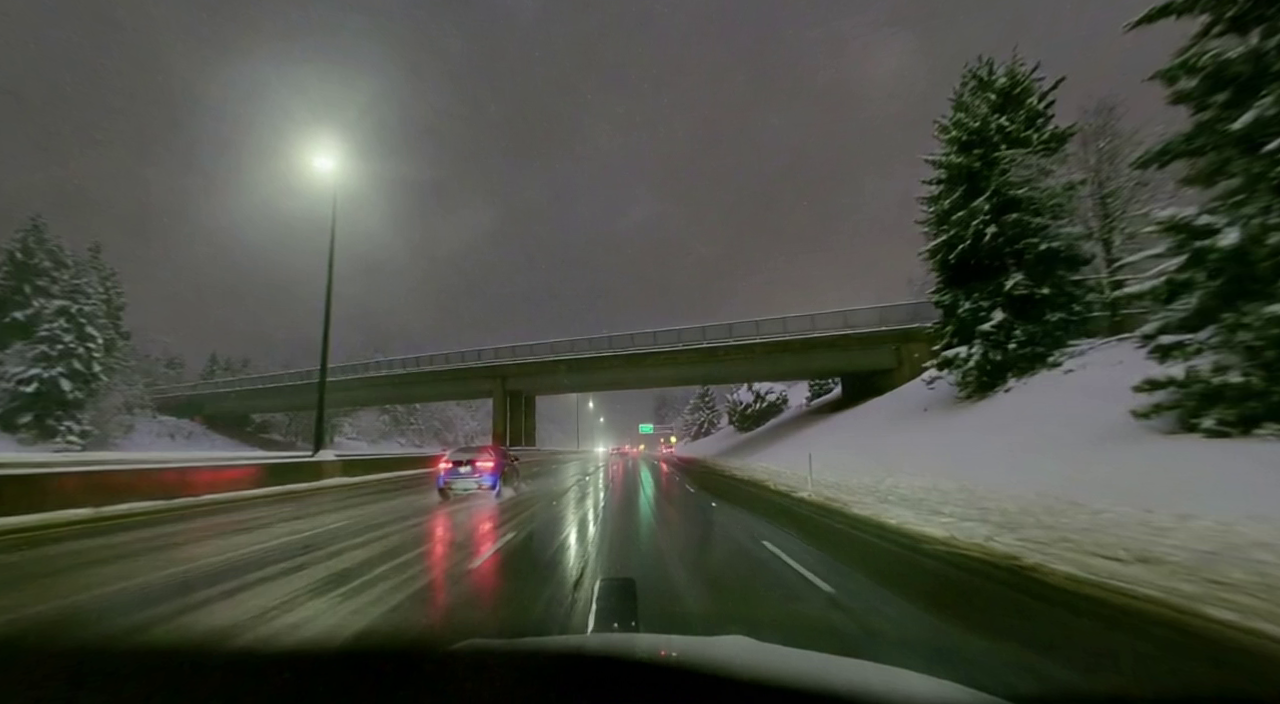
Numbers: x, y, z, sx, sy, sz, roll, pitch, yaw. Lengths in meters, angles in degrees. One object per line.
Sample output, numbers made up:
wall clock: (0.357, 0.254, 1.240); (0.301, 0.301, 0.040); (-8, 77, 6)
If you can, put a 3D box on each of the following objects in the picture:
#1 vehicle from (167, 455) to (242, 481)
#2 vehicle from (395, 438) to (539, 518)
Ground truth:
vehicle: (-28.103, 7.447, 40.915); (1.809, 1.504, 4.361); (0, -9, -1)
vehicle: (-3.692, 2.762, 14.410); (2.037, 1.514, 4.335); (0, -9, 0)
